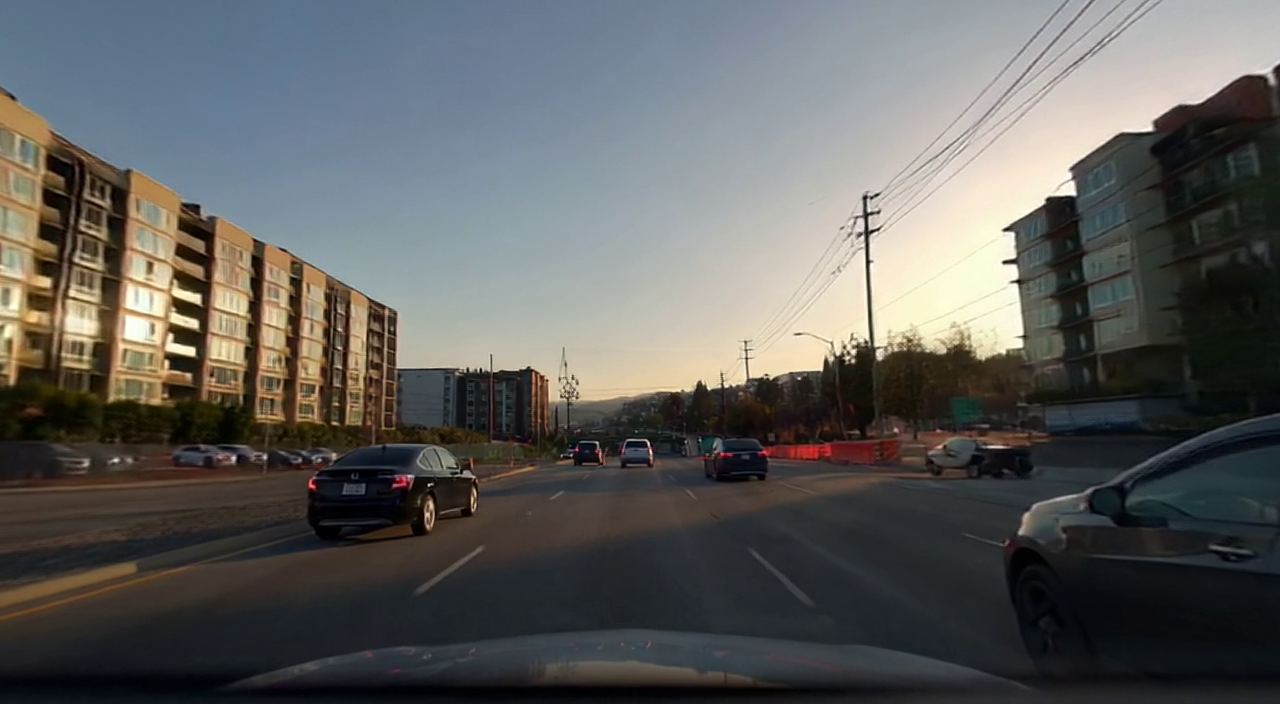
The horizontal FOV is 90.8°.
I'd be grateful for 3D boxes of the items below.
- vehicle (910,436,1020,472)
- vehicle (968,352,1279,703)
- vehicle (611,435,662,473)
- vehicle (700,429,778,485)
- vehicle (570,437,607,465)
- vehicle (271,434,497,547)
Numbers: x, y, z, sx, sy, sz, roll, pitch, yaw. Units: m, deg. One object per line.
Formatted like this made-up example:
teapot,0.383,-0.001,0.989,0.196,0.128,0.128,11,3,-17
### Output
vehicle,16.300,5.090,31.767,4.594,1.664,2.036,-6,-10,34
vehicle,3.212,0.809,2.210,1.975,1.598,4.025,0,-8,1
vehicle,-0.178,4.959,30.944,2.291,1.714,4.217,0,-8,0
vehicle,3.428,3.716,22.679,2.029,1.797,4.218,0,-8,-1
vehicle,-3.524,6.864,44.107,2.190,1.832,4.417,0,-8,1
vehicle,-3.849,2.140,10.468,1.968,1.473,4.209,0,-8,0
